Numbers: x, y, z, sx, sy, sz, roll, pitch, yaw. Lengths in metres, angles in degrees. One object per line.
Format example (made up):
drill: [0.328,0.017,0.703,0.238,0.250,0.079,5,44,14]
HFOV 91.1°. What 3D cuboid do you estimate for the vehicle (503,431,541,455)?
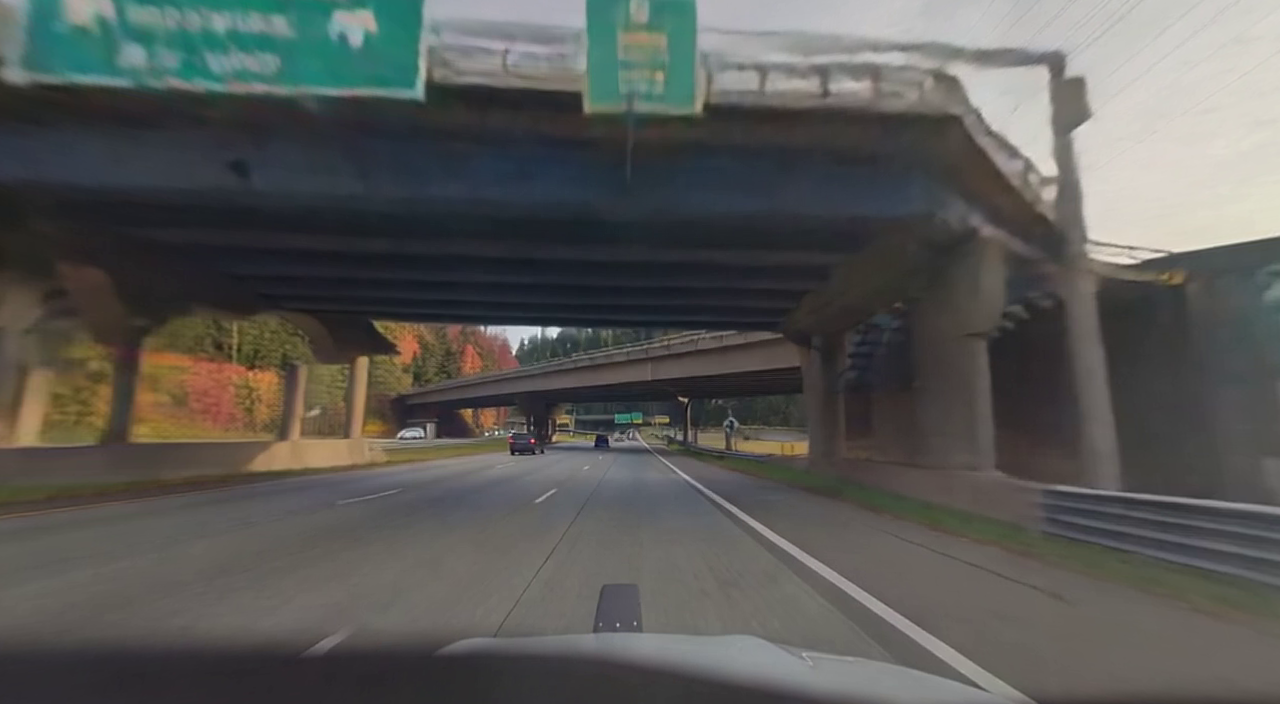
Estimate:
vehicle: [-8.654,6.686,46.429,1.987,1.677,4.580,0,-8,0]
